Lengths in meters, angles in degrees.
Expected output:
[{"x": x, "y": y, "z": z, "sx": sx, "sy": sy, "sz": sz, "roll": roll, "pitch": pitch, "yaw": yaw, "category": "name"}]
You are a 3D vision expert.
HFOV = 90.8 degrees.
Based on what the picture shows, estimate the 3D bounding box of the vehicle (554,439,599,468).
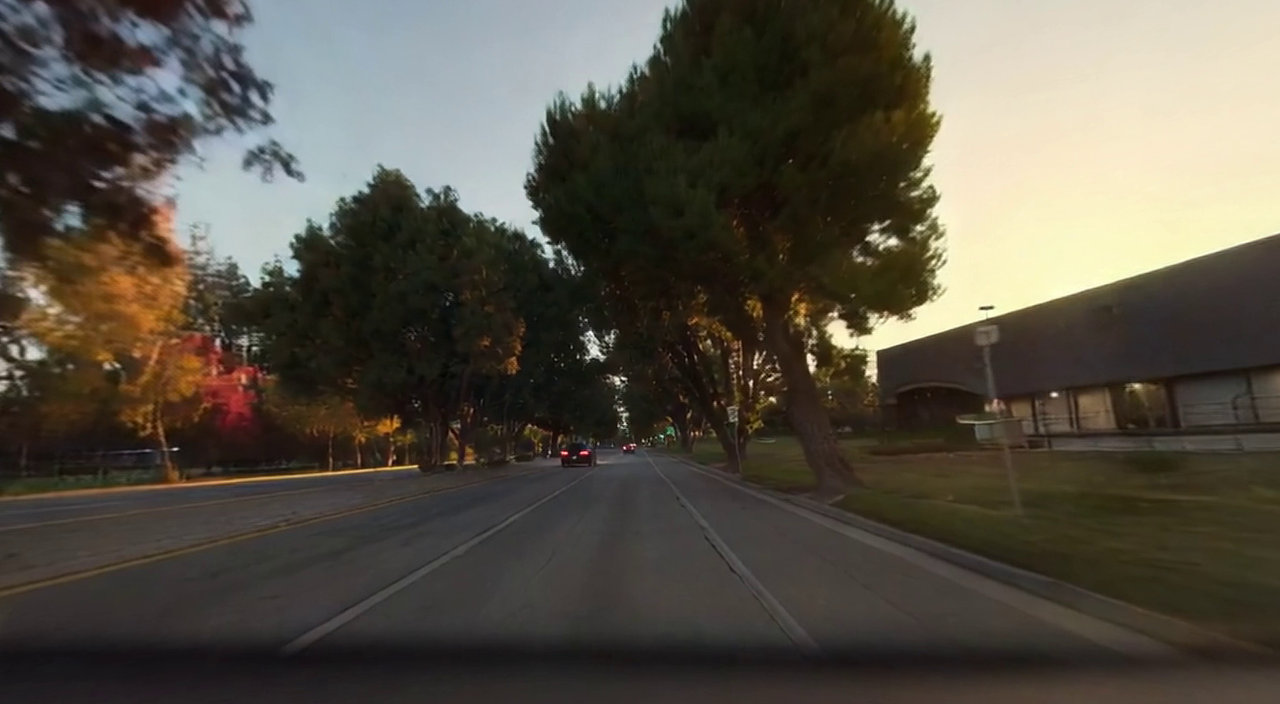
[{"x": -3.775, "y": 6.158, "z": 38.513, "sx": 2.202, "sy": 1.685, "sz": 4.772, "roll": 0, "pitch": -9, "yaw": 0, "category": "vehicle"}]
